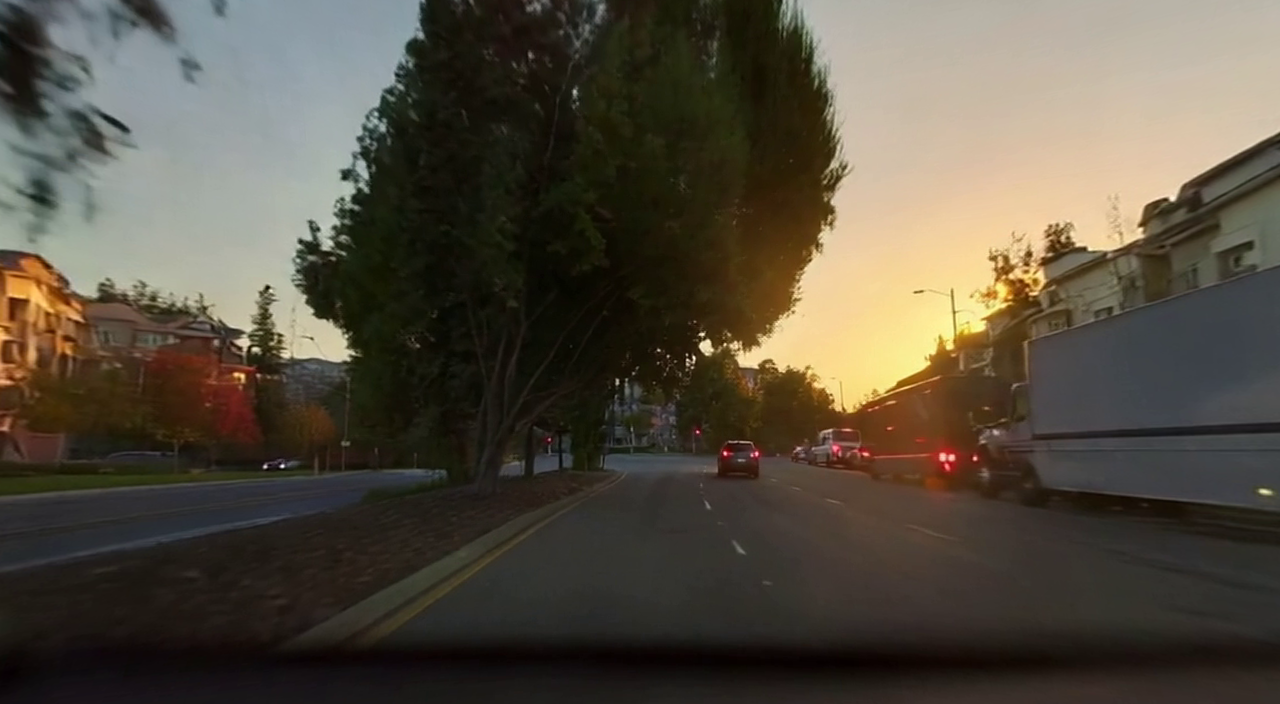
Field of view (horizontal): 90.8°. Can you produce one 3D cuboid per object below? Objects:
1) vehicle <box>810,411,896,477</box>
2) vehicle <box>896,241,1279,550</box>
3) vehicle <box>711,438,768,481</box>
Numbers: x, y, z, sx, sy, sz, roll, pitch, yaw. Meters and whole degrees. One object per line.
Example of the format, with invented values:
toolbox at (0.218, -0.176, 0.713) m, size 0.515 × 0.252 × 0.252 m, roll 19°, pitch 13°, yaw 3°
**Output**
vehicle at (11.852, 5.222, 35.919) m, size 2.893 × 3.309 × 7.300 m, roll 0°, pitch -9°, yaw 5°
vehicle at (10.355, 1.324, 13.446) m, size 2.887 × 4.158 × 18.418 m, roll -1°, pitch -9°, yaw 2°
vehicle at (4.542, 4.979, 29.572) m, size 2.215 × 1.812 × 4.569 m, roll -1°, pitch -9°, yaw 4°
